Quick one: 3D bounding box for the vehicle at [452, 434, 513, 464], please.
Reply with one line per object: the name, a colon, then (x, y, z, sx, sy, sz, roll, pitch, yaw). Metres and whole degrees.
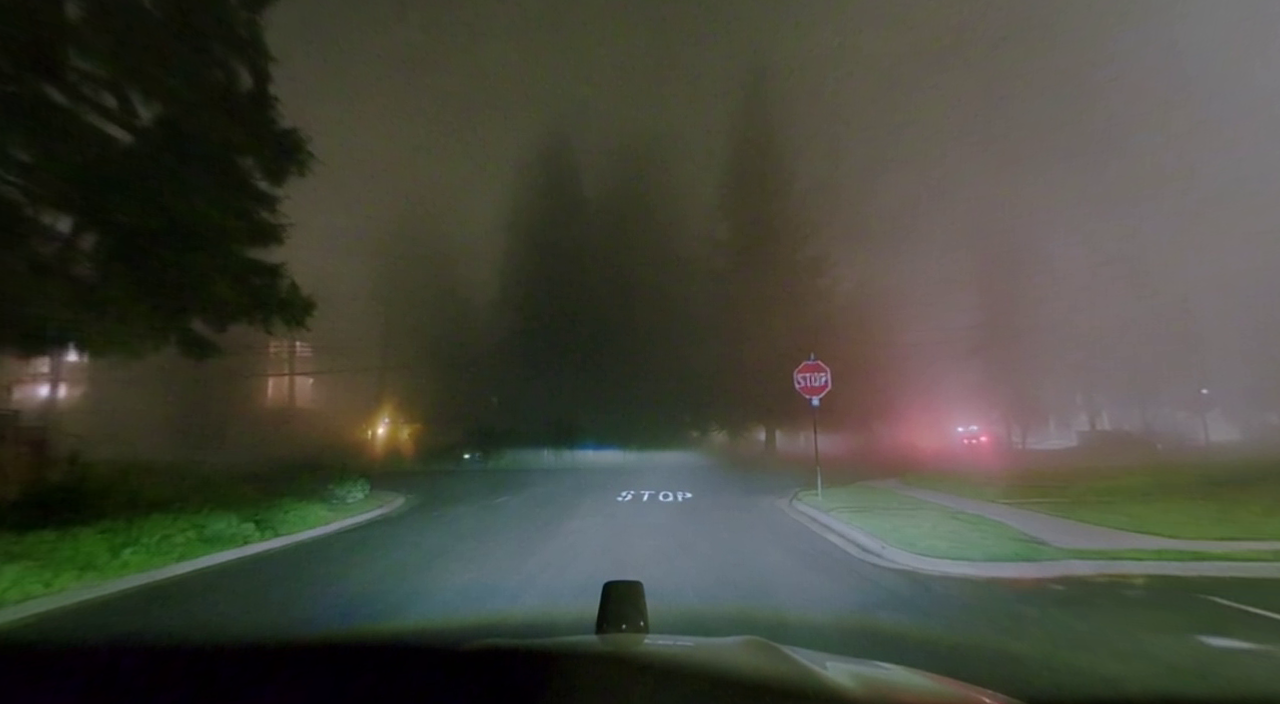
vehicle: (-9.764, 6.029, 39.384, 1.883, 1.732, 4.038, -2, -8, 16)
